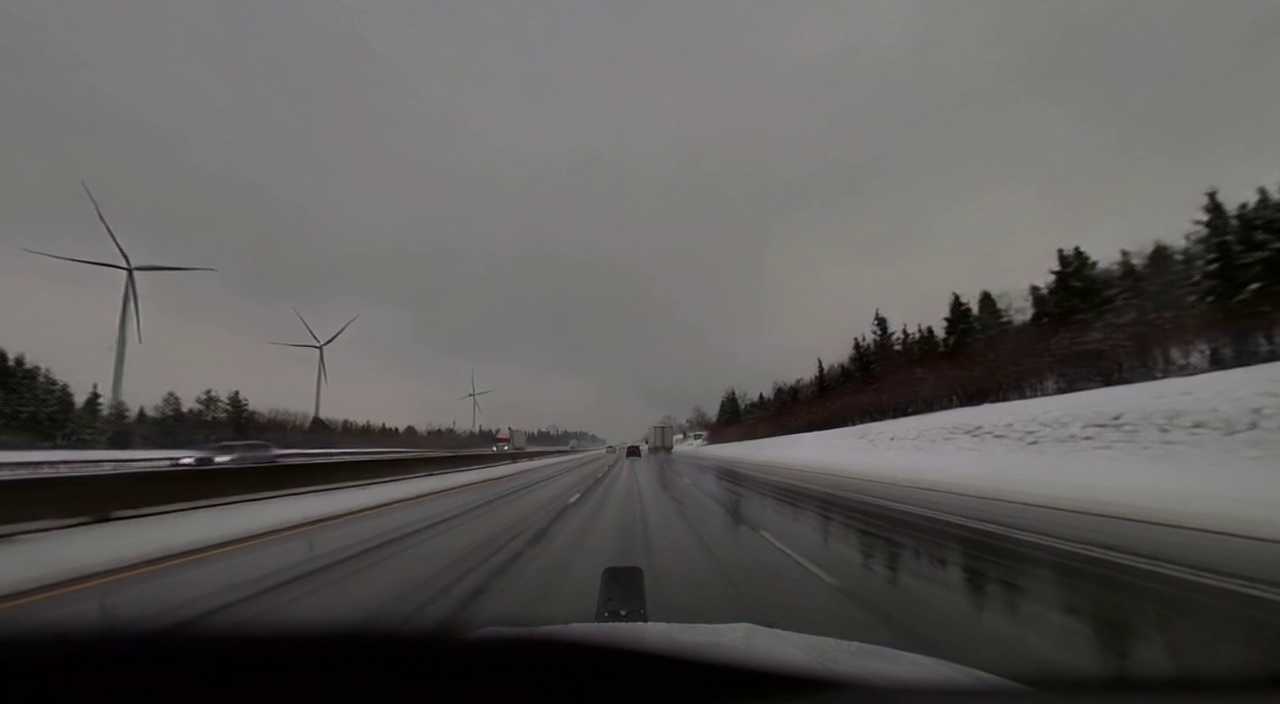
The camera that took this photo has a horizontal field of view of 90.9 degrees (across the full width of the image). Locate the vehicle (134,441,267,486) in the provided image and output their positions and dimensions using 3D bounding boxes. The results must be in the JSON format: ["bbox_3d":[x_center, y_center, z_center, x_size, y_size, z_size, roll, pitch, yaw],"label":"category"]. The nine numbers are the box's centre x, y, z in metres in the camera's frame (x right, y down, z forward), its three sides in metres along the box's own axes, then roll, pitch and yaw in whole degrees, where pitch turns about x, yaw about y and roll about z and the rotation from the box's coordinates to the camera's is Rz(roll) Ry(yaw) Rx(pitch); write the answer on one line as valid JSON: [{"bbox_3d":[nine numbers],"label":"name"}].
[{"bbox_3d":[-15.505,3.933,22.559,1.822,1.440,4.160,0,-8,-1],"label":"vehicle"}]
